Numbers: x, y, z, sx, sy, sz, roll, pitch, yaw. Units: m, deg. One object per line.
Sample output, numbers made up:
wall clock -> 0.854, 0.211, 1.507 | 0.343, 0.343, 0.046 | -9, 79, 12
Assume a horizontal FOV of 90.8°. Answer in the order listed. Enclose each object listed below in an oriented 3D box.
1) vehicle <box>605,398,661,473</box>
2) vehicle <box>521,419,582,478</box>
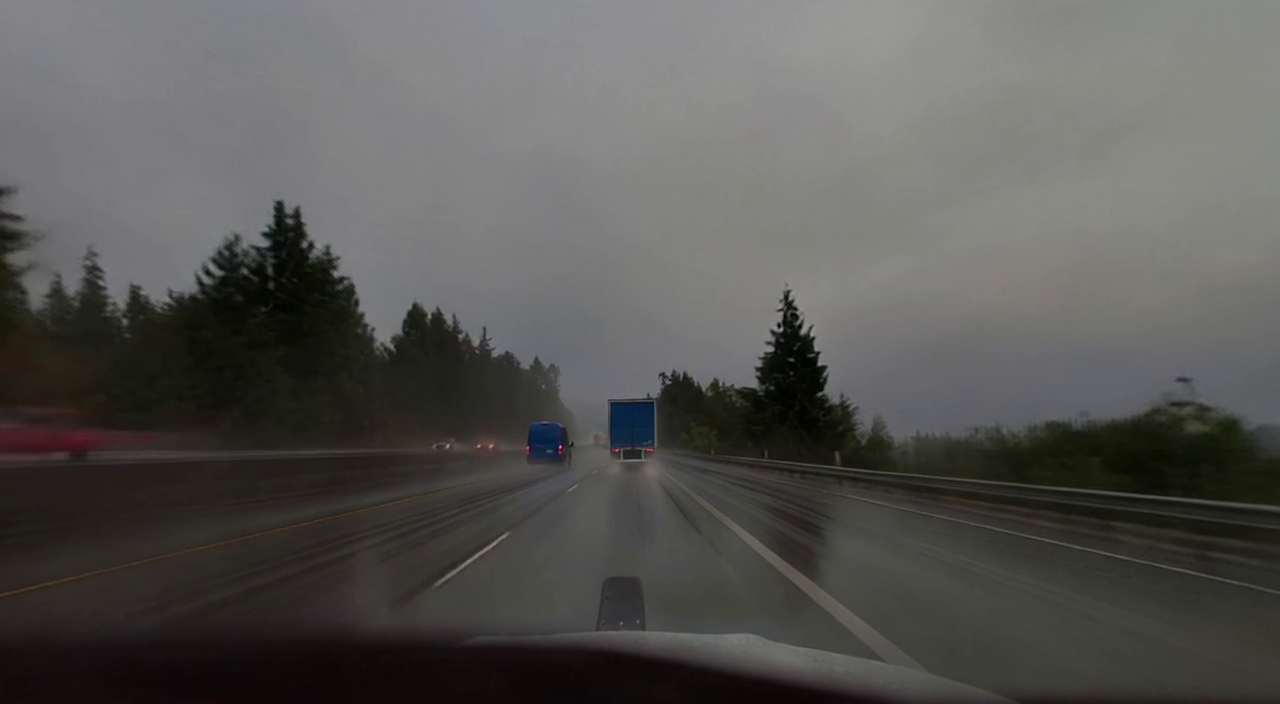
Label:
vehicle -> -0.401, 5.301, 39.125 | 2.995, 4.036, 10.311 | 0, -9, 0
vehicle -> -4.487, 5.041, 32.949 | 2.357, 2.786, 6.144 | 0, -9, -1
